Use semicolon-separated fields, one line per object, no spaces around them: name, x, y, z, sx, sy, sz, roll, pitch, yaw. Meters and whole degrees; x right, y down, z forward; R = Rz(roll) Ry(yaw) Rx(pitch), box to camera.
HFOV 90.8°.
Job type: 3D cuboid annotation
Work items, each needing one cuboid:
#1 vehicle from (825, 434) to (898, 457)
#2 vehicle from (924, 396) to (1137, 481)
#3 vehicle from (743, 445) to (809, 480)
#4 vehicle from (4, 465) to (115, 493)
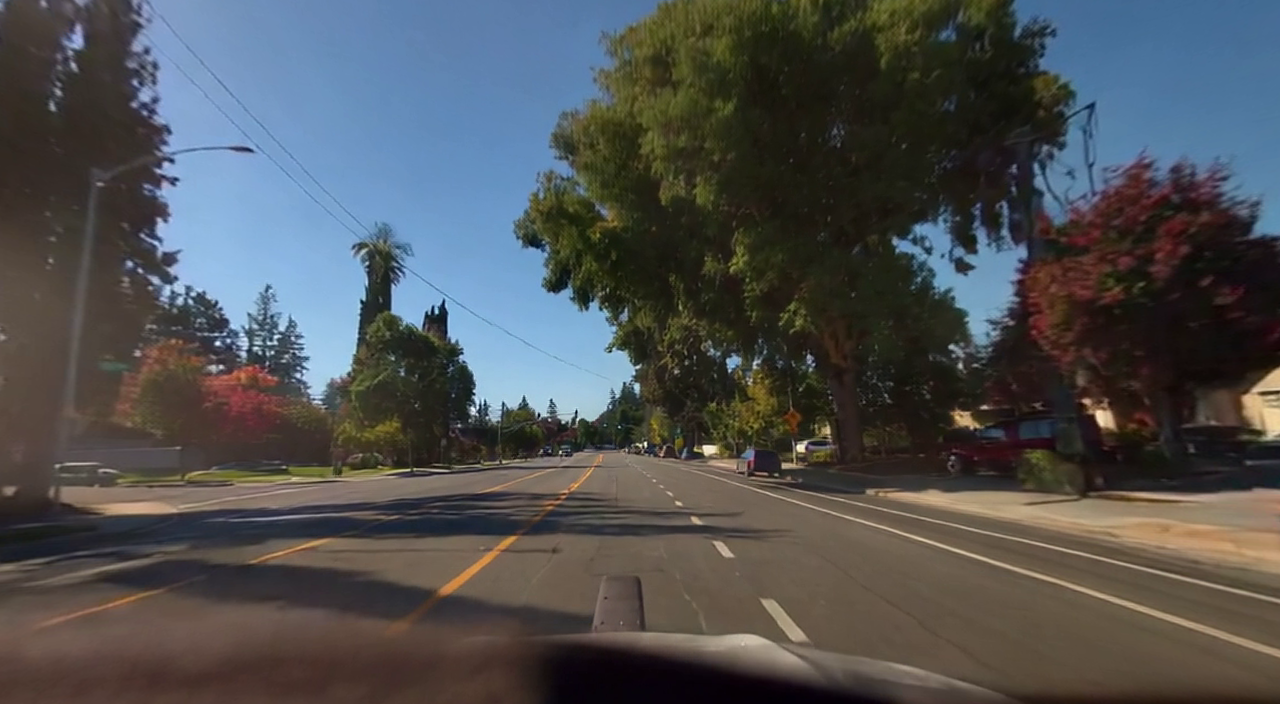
vehicle;16.348;6.945;46.748;4.658;1.468;1.905;-3;-9;-1
vehicle;12.816;2.880;21.086;5.348;2.455;2.419;-2;-9;-1
vehicle;6.150;5.041;29.142;1.969;1.495;4.328;0;-9;-2
vehicle;-32.375;7.077;35.309;4.242;1.473;1.820;0;-9;-2
